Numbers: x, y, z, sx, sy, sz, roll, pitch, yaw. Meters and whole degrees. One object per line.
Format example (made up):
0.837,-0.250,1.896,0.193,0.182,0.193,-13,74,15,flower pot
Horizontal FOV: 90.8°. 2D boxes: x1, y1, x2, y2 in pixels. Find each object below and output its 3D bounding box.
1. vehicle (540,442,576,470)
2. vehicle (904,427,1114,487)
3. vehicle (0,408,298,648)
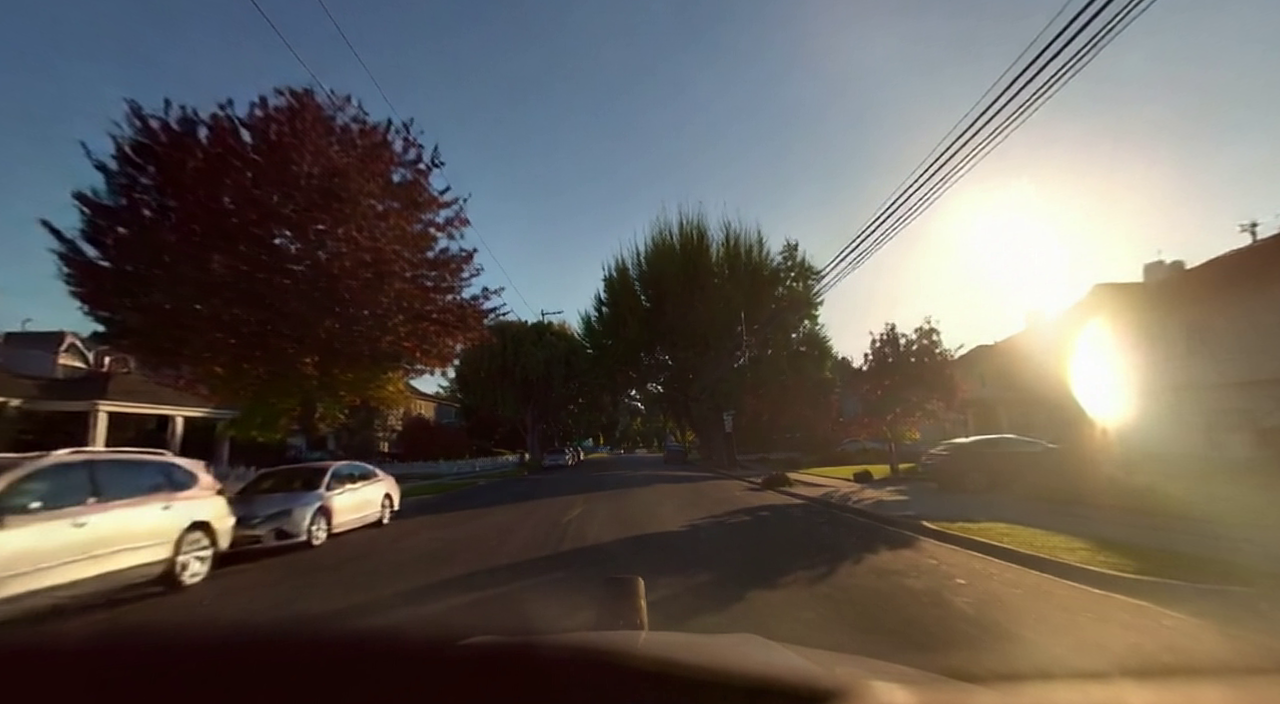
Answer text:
-6.341,8.032,49.169,2.050,1.911,4.852,-3,-7,0,vehicle
10.228,2.956,17.802,4.629,1.504,1.945,-1,-9,-1,vehicle
-5.829,1.591,6.253,2.015,1.766,5.450,-3,-8,-2,vehicle
